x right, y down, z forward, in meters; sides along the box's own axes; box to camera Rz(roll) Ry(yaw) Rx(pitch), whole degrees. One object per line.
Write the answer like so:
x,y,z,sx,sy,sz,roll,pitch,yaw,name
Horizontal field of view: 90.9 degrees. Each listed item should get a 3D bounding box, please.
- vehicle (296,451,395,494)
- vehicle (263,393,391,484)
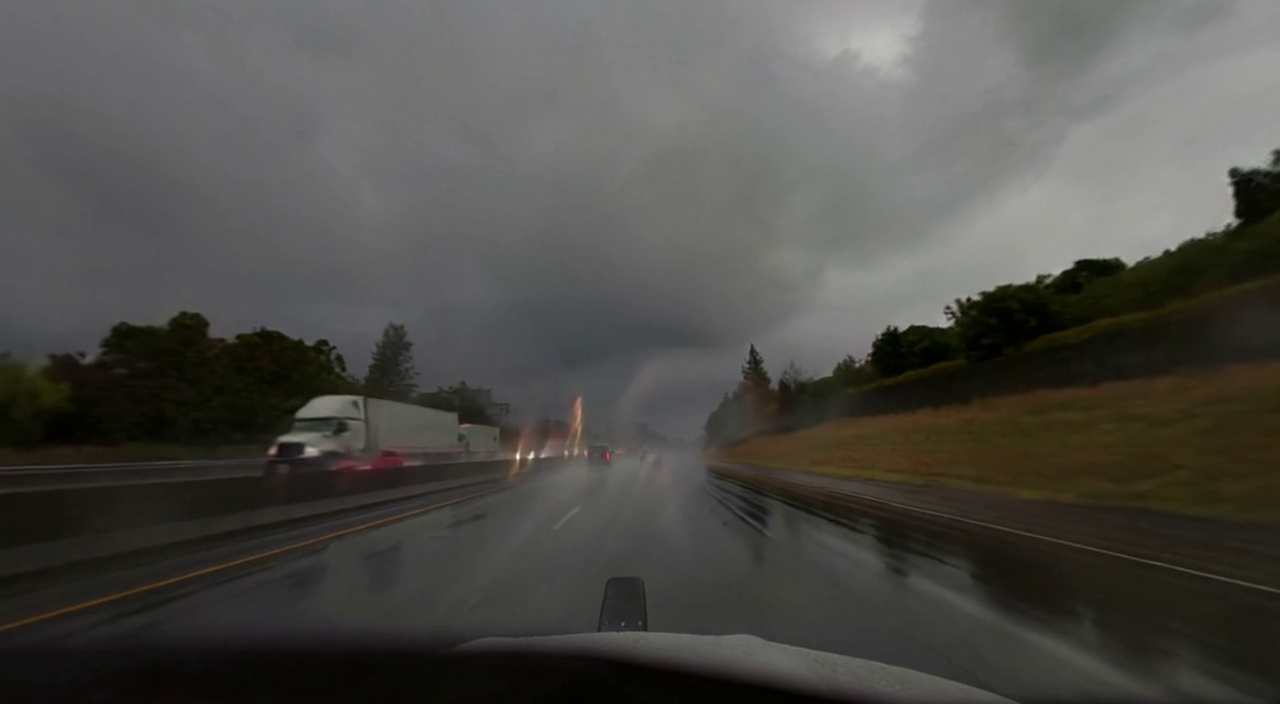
-10.665,4.371,23.131,1.781,1.437,3.666,0,-9,1,vehicle
-15.149,4.317,31.153,3.014,4.037,5.894,0,-9,1,vehicle
